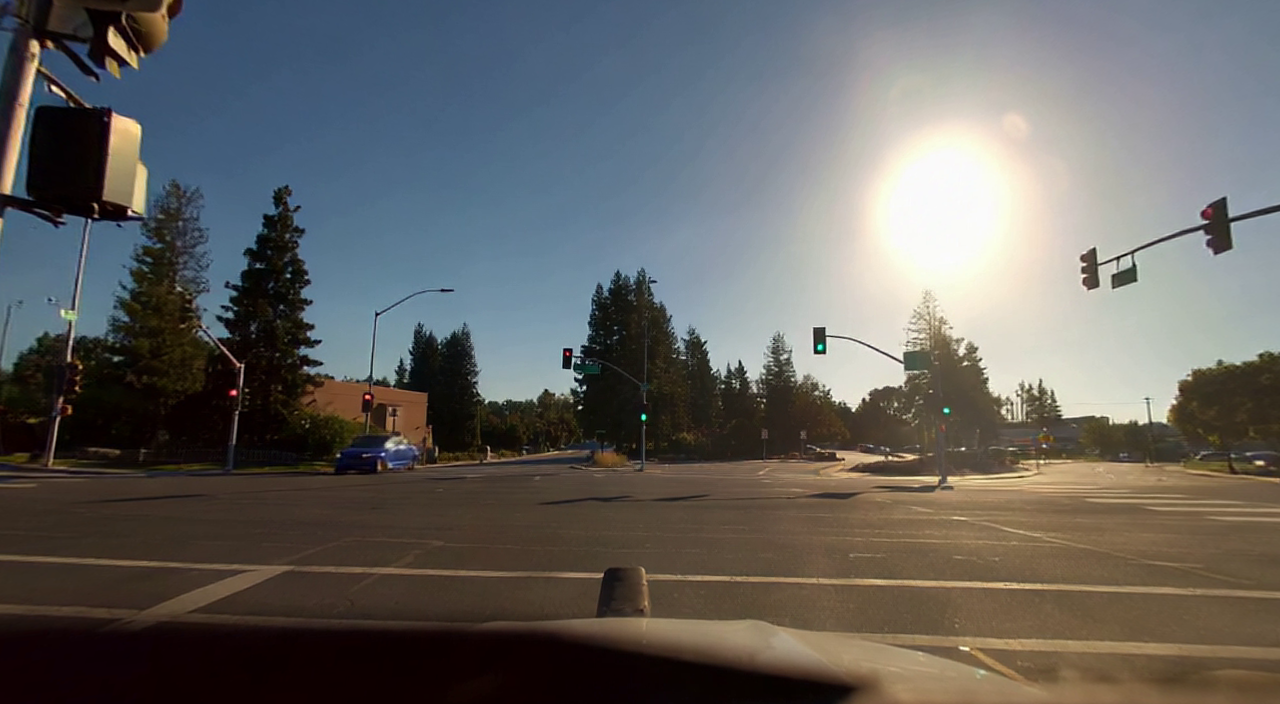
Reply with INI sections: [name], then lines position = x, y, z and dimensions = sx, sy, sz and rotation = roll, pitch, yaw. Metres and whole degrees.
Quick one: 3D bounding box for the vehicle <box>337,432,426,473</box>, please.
[vehicle]
position = -12.604, 4.948, 31.144
dimensions = 2.238, 1.827, 5.007
rotation = 0, -8, 0
